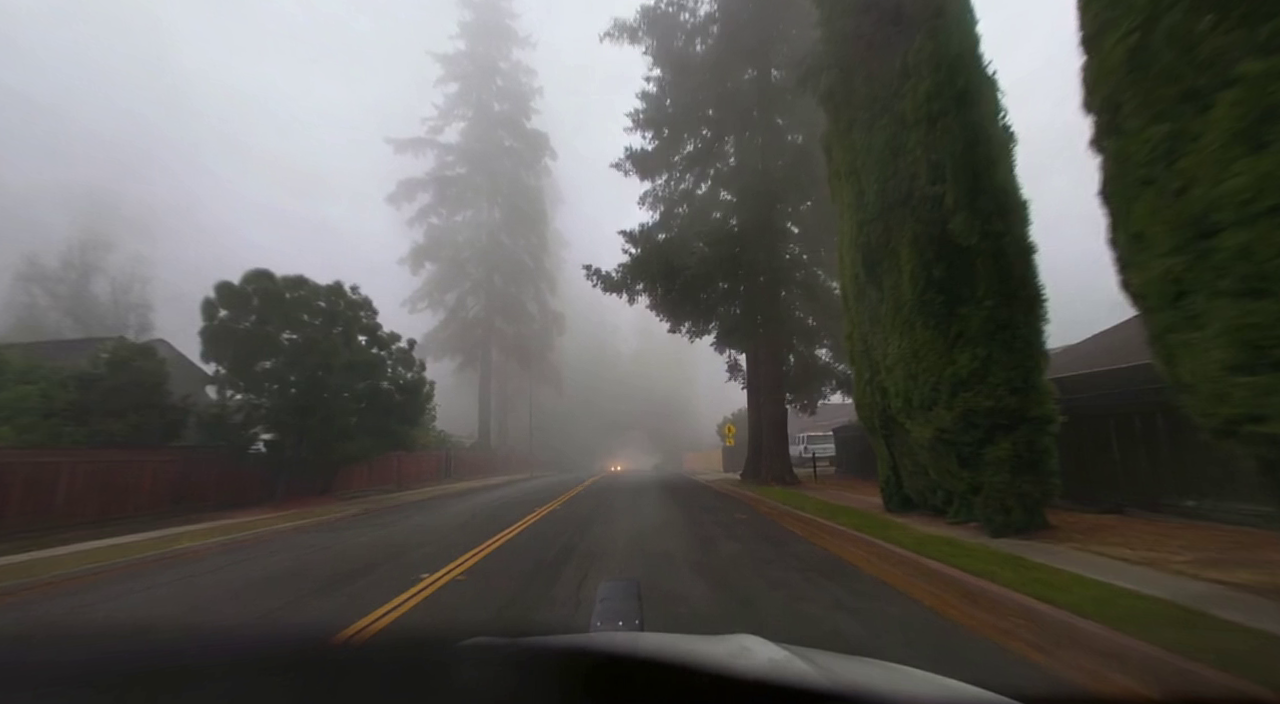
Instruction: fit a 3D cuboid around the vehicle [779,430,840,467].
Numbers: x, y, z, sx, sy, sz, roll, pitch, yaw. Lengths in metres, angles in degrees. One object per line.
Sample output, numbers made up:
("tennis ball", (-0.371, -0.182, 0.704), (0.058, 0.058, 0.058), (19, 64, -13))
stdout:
("vehicle", (10.071, 5.815, 38.099), (2.335, 2.028, 6.172), (-1, -8, 4))
